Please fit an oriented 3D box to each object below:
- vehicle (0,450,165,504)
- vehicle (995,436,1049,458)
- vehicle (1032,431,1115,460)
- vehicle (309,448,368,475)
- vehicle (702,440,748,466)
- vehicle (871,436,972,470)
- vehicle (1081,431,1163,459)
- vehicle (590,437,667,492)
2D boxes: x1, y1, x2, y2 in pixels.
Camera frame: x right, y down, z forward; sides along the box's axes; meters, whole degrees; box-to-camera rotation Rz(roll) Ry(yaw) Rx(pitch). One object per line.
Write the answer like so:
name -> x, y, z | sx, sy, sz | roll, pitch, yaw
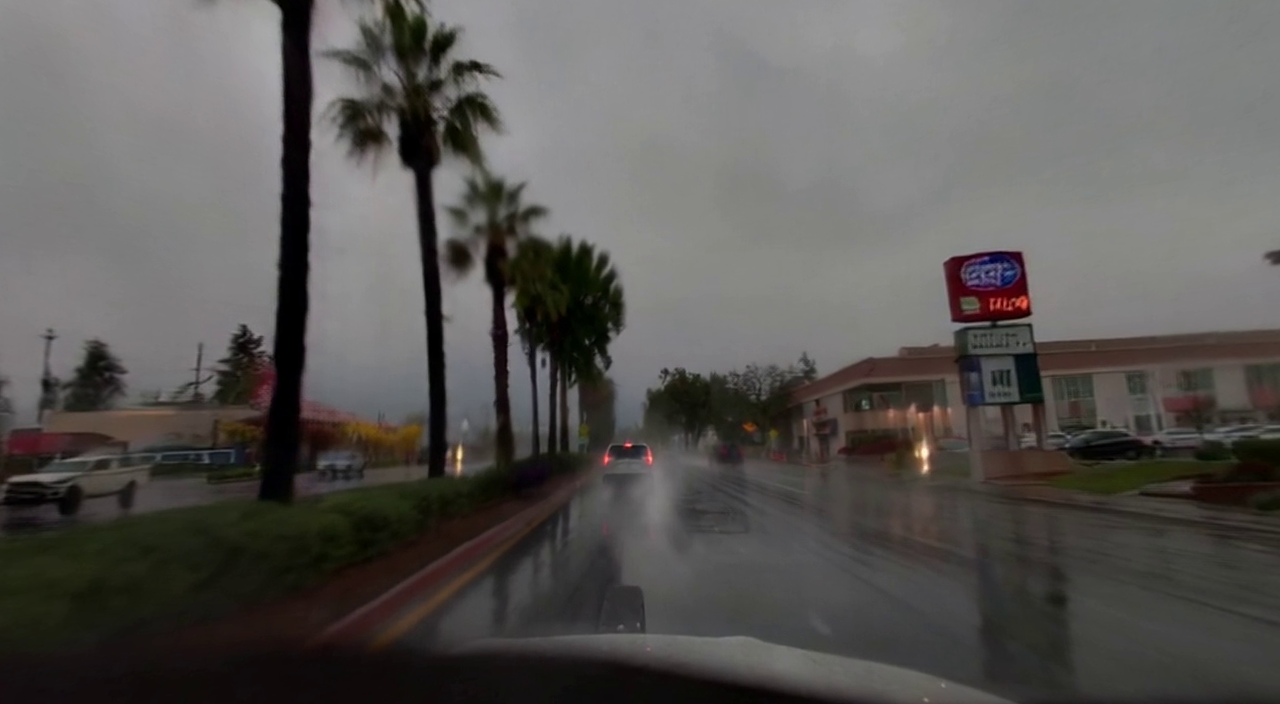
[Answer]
vehicle -> -19.190, 4.249, 22.009 | 2.021, 1.666, 4.247 | 0, -9, -1
vehicle -> 27.141, 6.762, 44.979 | 1.709, 1.455, 3.449 | 0, -9, 1
vehicle -> 26.948, 5.880, 39.498 | 2.045, 1.690, 4.761 | -1, -9, 3
vehicle -> -19.536, 7.081, 41.127 | 1.862, 1.606, 4.071 | 0, -9, -1
vehicle -> 5.620, 6.775, 42.356 | 2.244, 1.618, 4.585 | 0, -9, -2
vehicle -> 14.984, 5.404, 33.792 | 4.358, 1.732, 2.129 | 0, -9, -3
vehicle -> 29.815, 5.810, 39.244 | 1.890, 1.640, 4.064 | 0, -9, 2
vehicle -> -0.323, 3.431, 19.470 | 2.106, 1.496, 3.964 | 0, -9, 0
